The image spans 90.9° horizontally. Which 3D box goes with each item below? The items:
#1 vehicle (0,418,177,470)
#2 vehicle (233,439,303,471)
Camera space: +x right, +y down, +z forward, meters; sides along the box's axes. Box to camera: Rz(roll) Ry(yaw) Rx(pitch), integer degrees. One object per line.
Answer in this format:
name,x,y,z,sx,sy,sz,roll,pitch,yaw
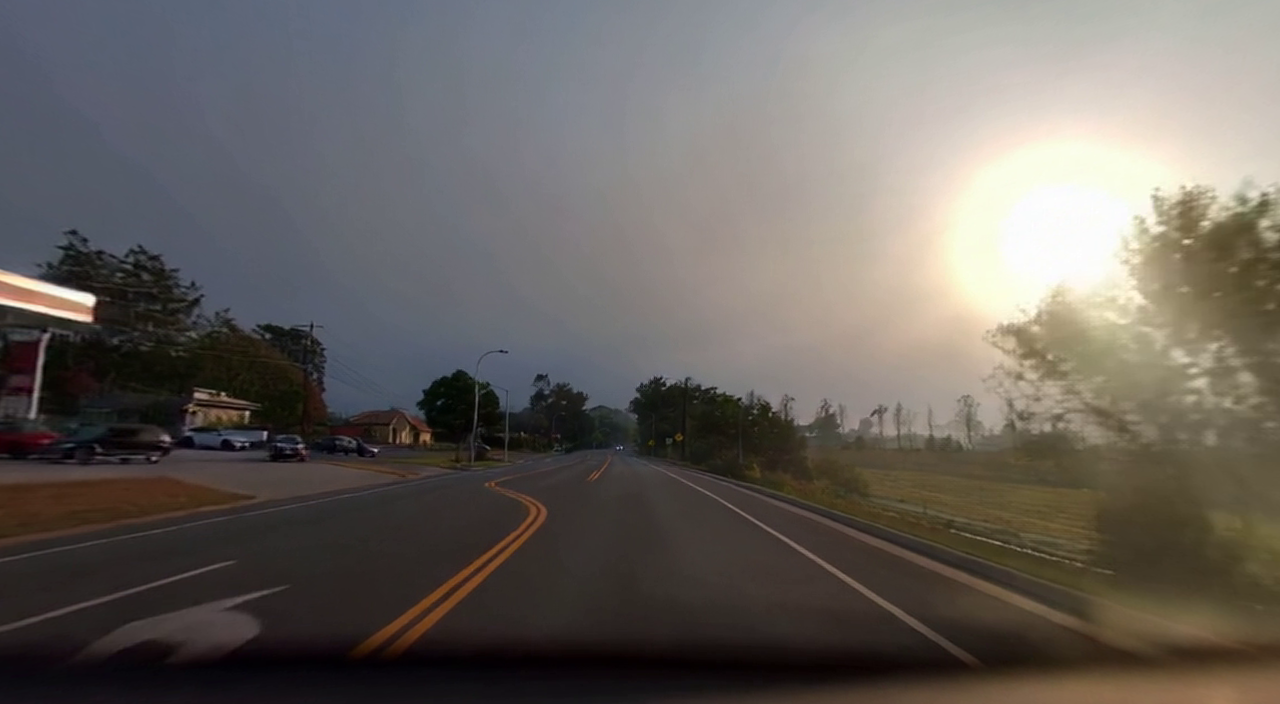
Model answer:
vehicle,-21.255,3.572,24.541,4.907,1.827,2.121,6,-10,-33
vehicle,-18.741,5.198,31.980,1.885,1.490,4.474,3,-9,-16
